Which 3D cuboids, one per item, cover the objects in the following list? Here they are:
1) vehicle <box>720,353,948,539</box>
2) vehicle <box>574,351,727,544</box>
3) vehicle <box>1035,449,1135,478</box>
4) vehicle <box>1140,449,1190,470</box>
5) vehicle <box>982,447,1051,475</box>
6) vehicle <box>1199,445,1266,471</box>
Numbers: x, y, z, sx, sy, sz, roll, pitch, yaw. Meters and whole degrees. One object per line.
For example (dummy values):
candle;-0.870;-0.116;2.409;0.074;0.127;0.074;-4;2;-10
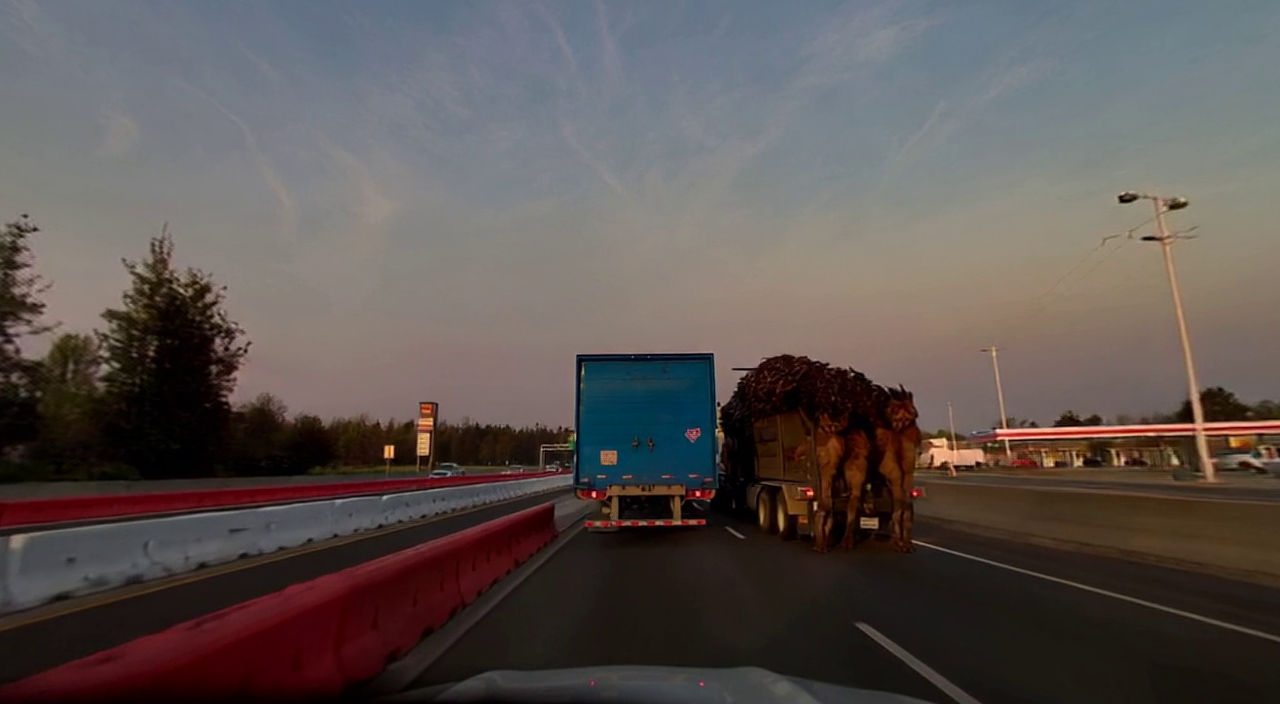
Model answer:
vehicle;4.419;2.691;17.240;2.936;3.640;9.443;1;-10;-2
vehicle;0.090;2.414;15.284;2.618;3.306;8.676;1;-10;-1
vehicle;24.615;6.216;35.059;1.762;1.470;4.485;3;-11;-10
vehicle;38.448;7.890;46.099;3.565;1.448;1.866;8;-13;-36
vehicle;24.764;7.219;41.626;1.919;1.722;4.024;1;-10;-2
vehicle;36.662;6.605;38.939;4.315;1.469;1.823;7;-12;-32
